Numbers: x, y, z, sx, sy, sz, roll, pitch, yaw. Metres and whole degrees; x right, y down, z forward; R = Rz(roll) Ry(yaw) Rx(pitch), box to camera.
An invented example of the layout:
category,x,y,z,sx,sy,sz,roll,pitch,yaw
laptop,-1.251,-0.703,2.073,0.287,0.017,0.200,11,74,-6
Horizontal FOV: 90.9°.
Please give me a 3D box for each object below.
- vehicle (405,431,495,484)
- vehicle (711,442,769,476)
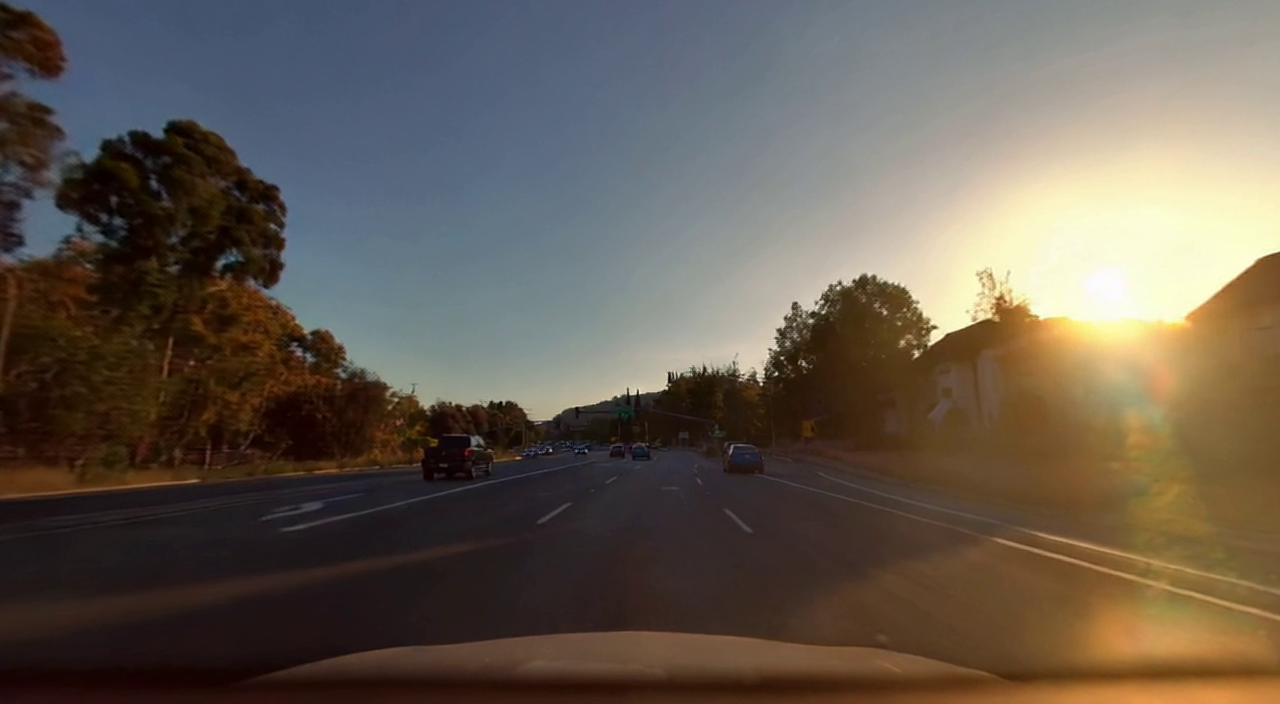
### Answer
category,x,y,z,sx,sy,sz,roll,pitch,yaw
vehicle,-7.343,4.131,24.976,2.122,1.847,4.696,0,-8,-1
vehicle,4.577,4.954,29.504,2.100,1.472,4.533,0,-8,2
